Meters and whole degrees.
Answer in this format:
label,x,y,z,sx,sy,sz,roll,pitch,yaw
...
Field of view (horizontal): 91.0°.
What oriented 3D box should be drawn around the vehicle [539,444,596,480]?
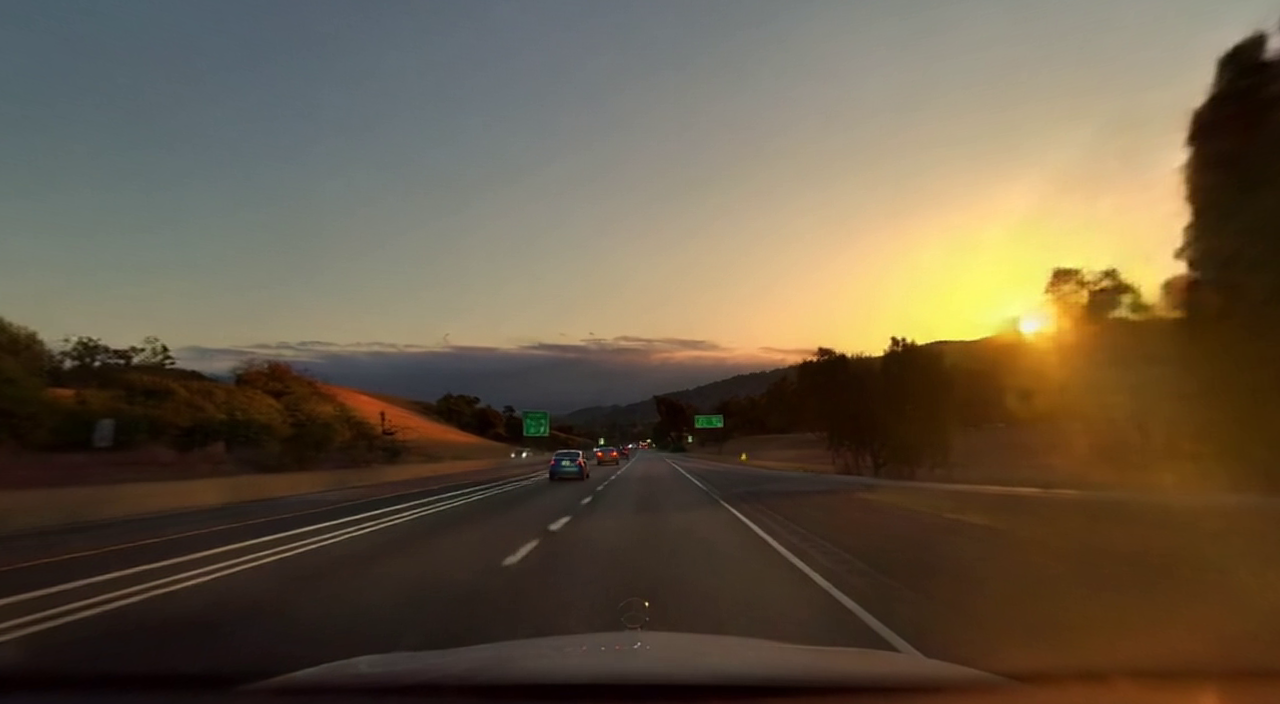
label,x,y,z,sx,sy,sz,roll,pitch,yaw
vehicle,-3.313,5.165,29.789,2.044,1.527,4.607,0,-9,1
